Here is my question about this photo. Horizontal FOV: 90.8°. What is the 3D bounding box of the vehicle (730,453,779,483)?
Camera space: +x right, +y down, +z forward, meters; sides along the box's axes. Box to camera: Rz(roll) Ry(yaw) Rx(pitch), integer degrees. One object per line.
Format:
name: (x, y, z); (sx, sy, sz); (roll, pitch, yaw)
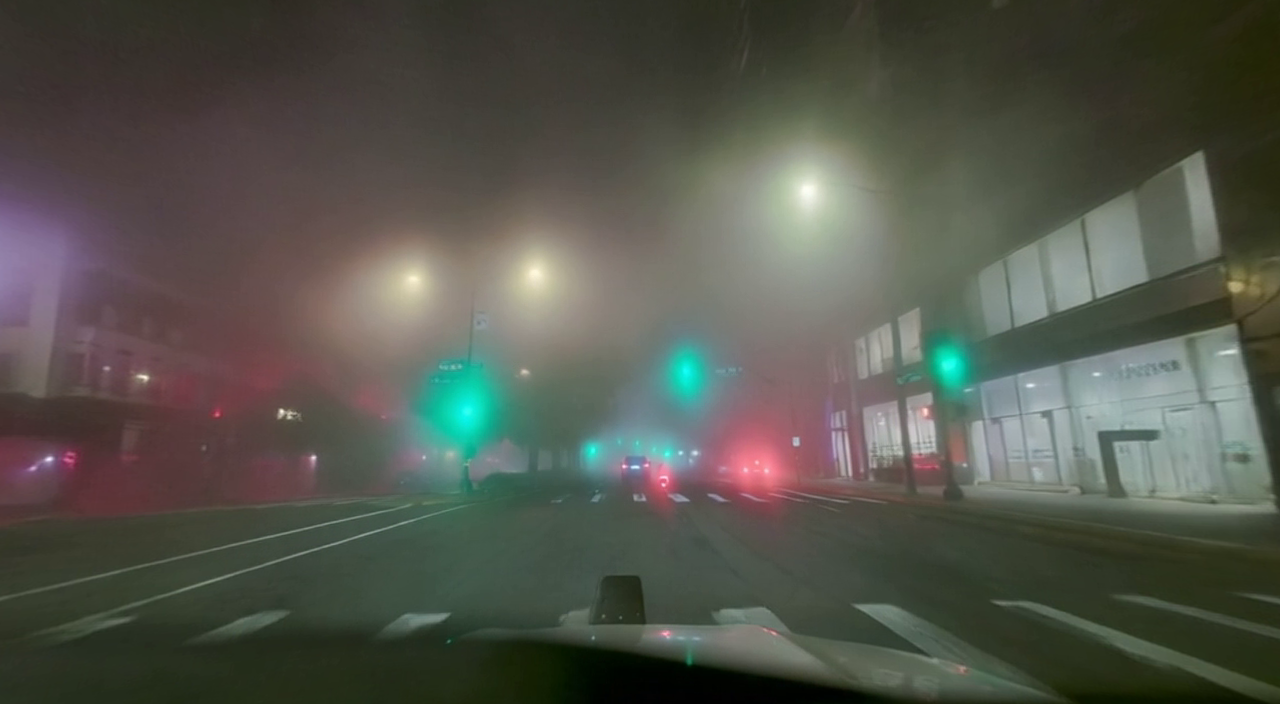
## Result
vehicle: (6.728, 6.893, 37.705); (2.069, 1.590, 4.066); (0, -8, -1)

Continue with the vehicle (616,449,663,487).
vehicle: (-0.072, 5.862, 32.291); (2.223, 1.775, 4.250); (0, -8, -1)

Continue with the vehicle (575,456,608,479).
vehicle: (-3.388, 8.164, 44.770); (2.014, 1.470, 4.552); (0, -8, -1)
